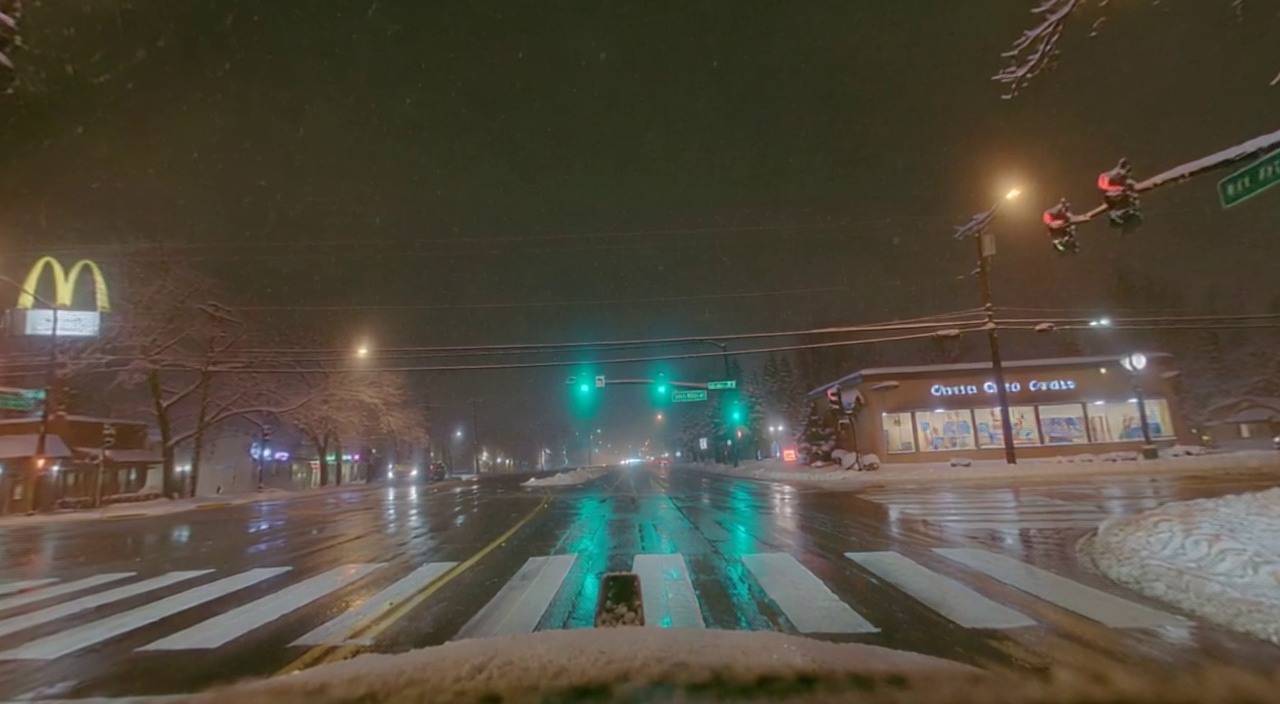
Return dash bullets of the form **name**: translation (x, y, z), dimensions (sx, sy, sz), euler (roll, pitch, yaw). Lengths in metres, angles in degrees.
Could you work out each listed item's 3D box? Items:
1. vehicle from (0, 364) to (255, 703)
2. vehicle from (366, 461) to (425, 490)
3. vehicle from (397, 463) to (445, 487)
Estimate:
- **vehicle**: translation (-3.415, 0.741, 1.411), dimensions (2.081, 1.644, 4.523), euler (0, -9, 3)
- **vehicle**: translation (-19.215, 9.727, 49.820), dimensions (2.227, 2.033, 5.614), euler (0, -9, 2)
- **vehicle**: translation (-15.746, 8.830, 45.407), dimensions (1.931, 1.471, 4.152), euler (0, -9, 0)
